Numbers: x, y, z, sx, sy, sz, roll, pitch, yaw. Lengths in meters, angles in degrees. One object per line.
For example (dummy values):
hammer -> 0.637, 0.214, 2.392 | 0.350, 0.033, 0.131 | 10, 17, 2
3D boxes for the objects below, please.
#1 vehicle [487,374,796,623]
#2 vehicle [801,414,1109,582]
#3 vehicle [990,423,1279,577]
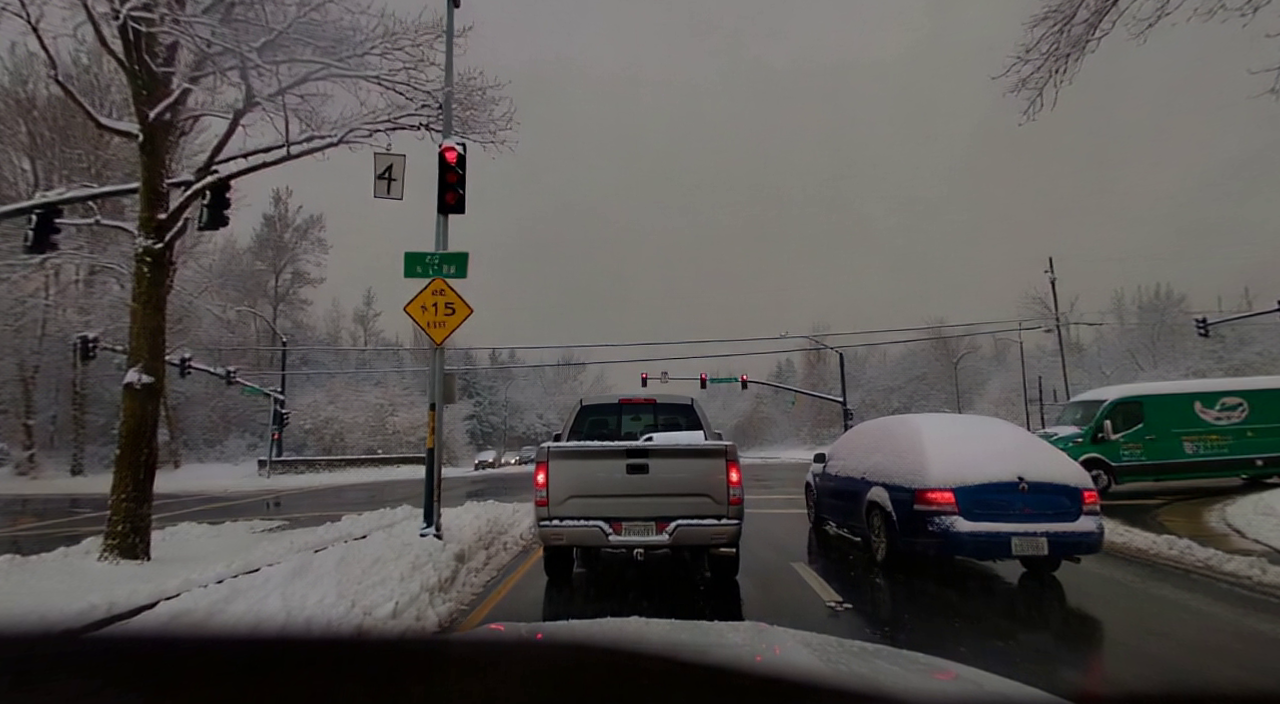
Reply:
vehicle -> 0.041, 1.470, 7.335 | 2.326, 1.880, 4.964 | 0, -8, 1
vehicle -> 3.578, 1.717, 8.194 | 1.981, 1.616, 4.006 | 0, -8, 1
vehicle -> 6.830, 1.747, 8.289 | 1.973, 1.470, 4.228 | 0, -8, 0
